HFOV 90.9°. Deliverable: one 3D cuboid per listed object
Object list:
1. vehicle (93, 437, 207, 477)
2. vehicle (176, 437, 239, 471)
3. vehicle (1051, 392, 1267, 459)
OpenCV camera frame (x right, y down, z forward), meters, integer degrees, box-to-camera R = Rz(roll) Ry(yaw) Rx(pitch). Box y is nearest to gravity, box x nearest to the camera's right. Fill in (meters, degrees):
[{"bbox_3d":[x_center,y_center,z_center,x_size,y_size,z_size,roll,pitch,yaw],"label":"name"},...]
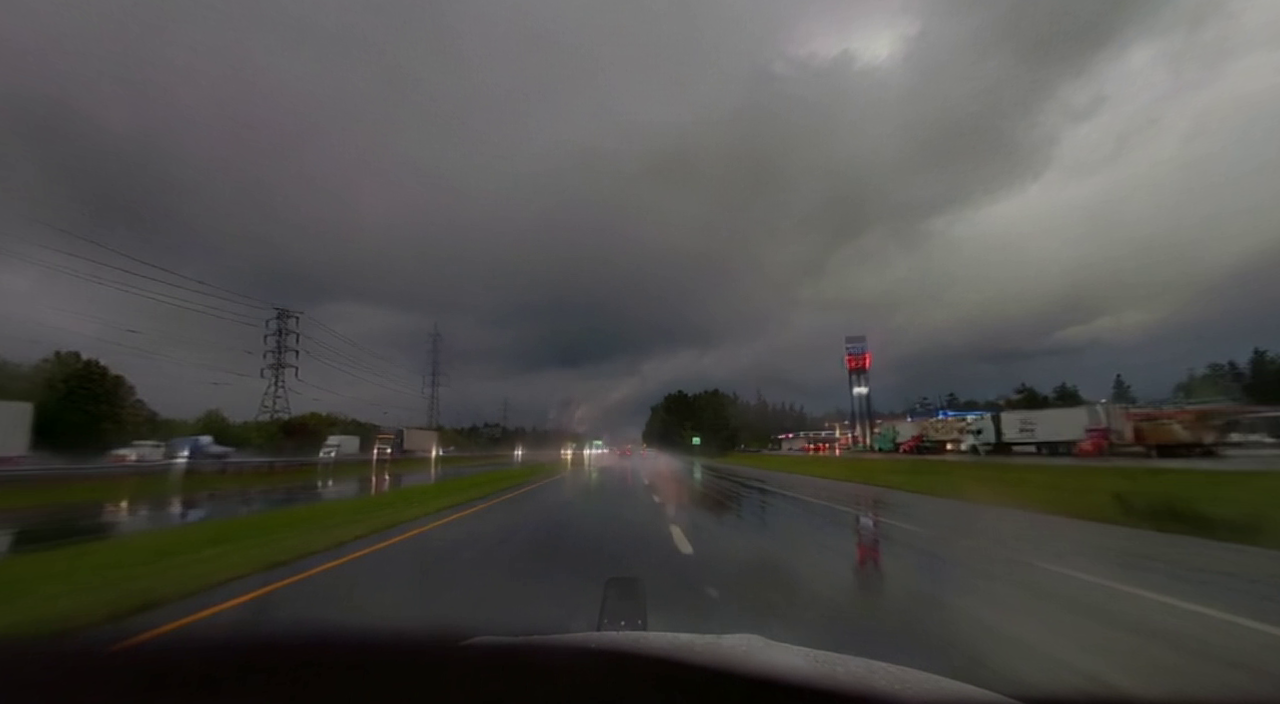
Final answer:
[{"bbox_3d":[-27.984,5.997,36.325,2.179,2.021,5.531,-2,-8,0],"label":"vehicle"},{"bbox_3d":[-28.063,6.611,41.021,1.879,1.985,3.133,-3,-8,-1],"label":"vehicle"},{"bbox_3d":[35.189,5.234,43.362,10.852,3.971,2.925,-9,-11,42],"label":"vehicle"}]
